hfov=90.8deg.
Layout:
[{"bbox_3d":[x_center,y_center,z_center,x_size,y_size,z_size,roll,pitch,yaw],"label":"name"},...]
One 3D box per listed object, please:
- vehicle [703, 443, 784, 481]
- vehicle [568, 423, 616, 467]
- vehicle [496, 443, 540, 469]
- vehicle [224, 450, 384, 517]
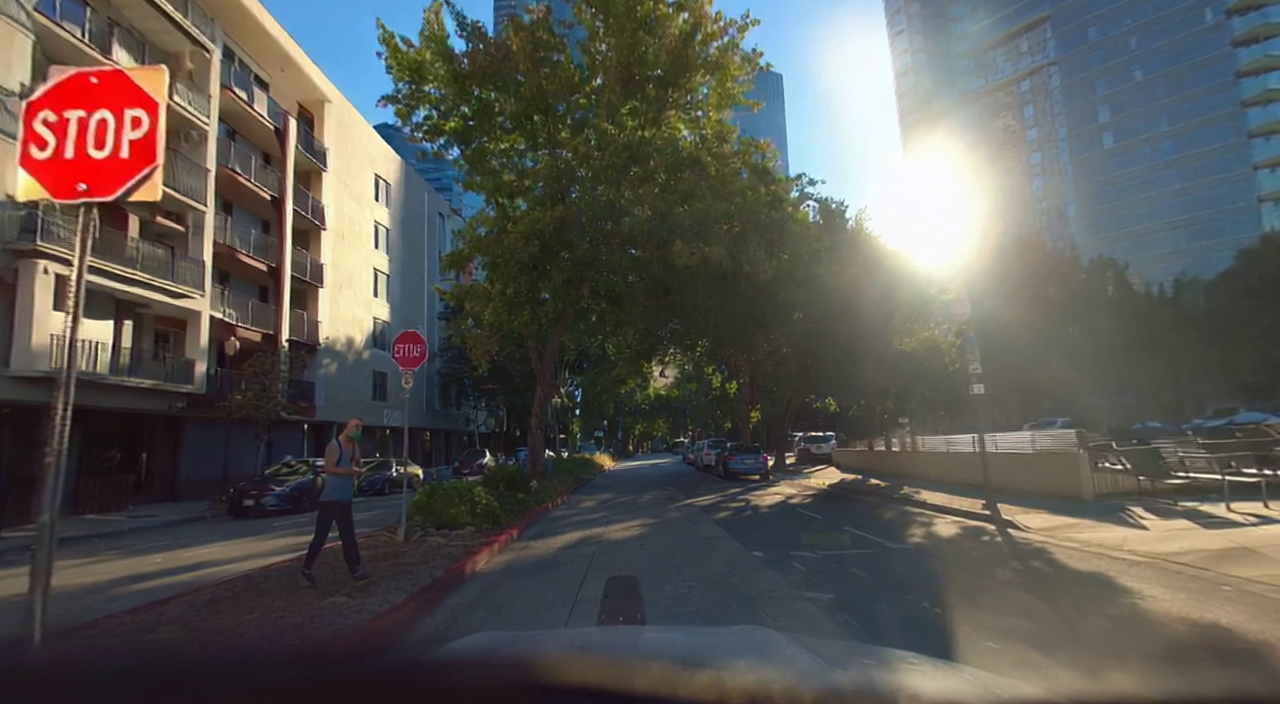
[{"bbox_3d":[4.578,4.743,27.538,1.858,1.491,4.329,-5,-10,33],"label":"vehicle"},{"bbox_3d":[-2.973,5.997,40.620,2.317,2.596,6.053,0,-8,3],"label":"vehicle"},{"bbox_3d":[-8.842,7.560,46.193,2.256,1.802,4.333,0,-8,2],"label":"vehicle"},{"bbox_3d":[-8.796,3.441,17.072,2.007,1.503,4.343,0,-8,-1],"label":"vehicle"}]
